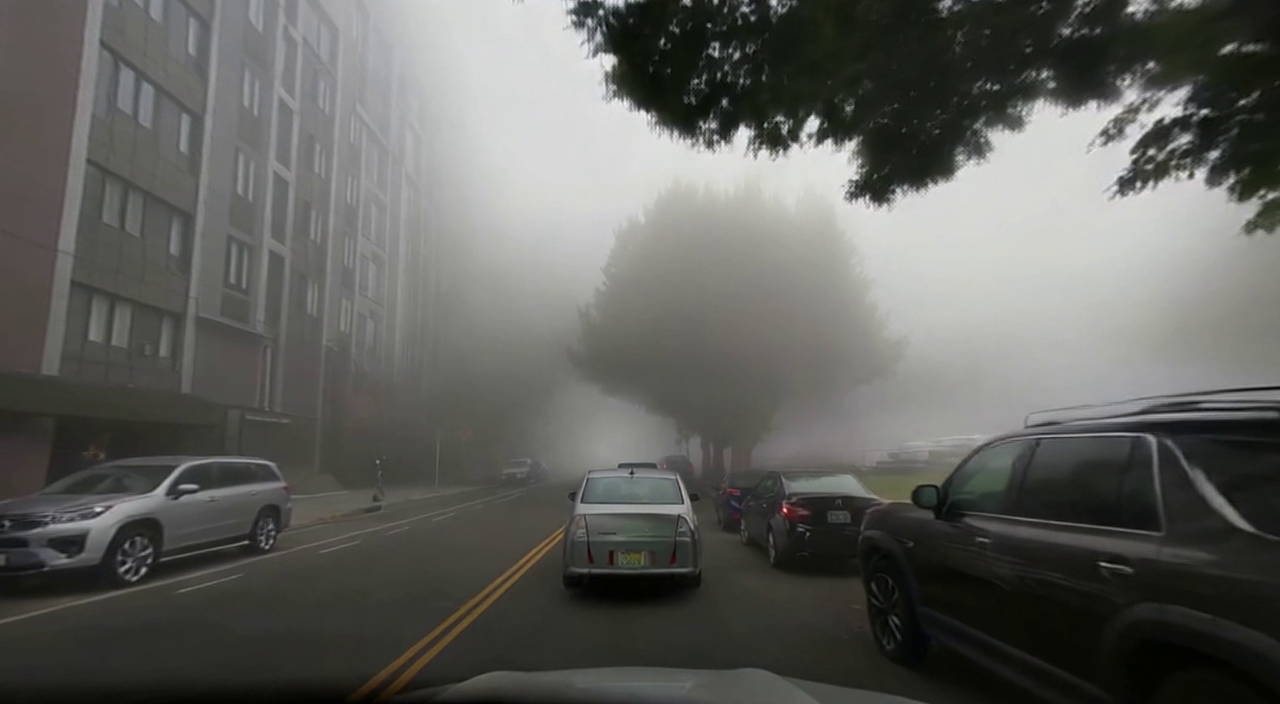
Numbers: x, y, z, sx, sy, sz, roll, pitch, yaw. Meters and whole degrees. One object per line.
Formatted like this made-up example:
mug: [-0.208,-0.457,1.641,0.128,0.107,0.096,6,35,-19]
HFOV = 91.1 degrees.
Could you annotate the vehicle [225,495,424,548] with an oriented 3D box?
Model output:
vehicle: [-6.938,3.841,14.592,2.223,0.774,4.789,1,-10,0]

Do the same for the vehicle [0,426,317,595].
vehicle: [-6.768,2.164,8.920,1.994,1.701,4.520,-3,-12,-1]

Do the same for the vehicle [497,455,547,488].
vehicle: [-6.720,6.924,36.121,2.024,1.654,4.396,-3,-12,0]

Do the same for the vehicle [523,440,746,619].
vehicle: [-0.037,1.951,7.613,2.018,1.583,3.646,1,-10,0]

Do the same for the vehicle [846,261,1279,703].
vehicle: [2.739,0.990,3.185,1.868,1.920,4.501,1,-10,1]
